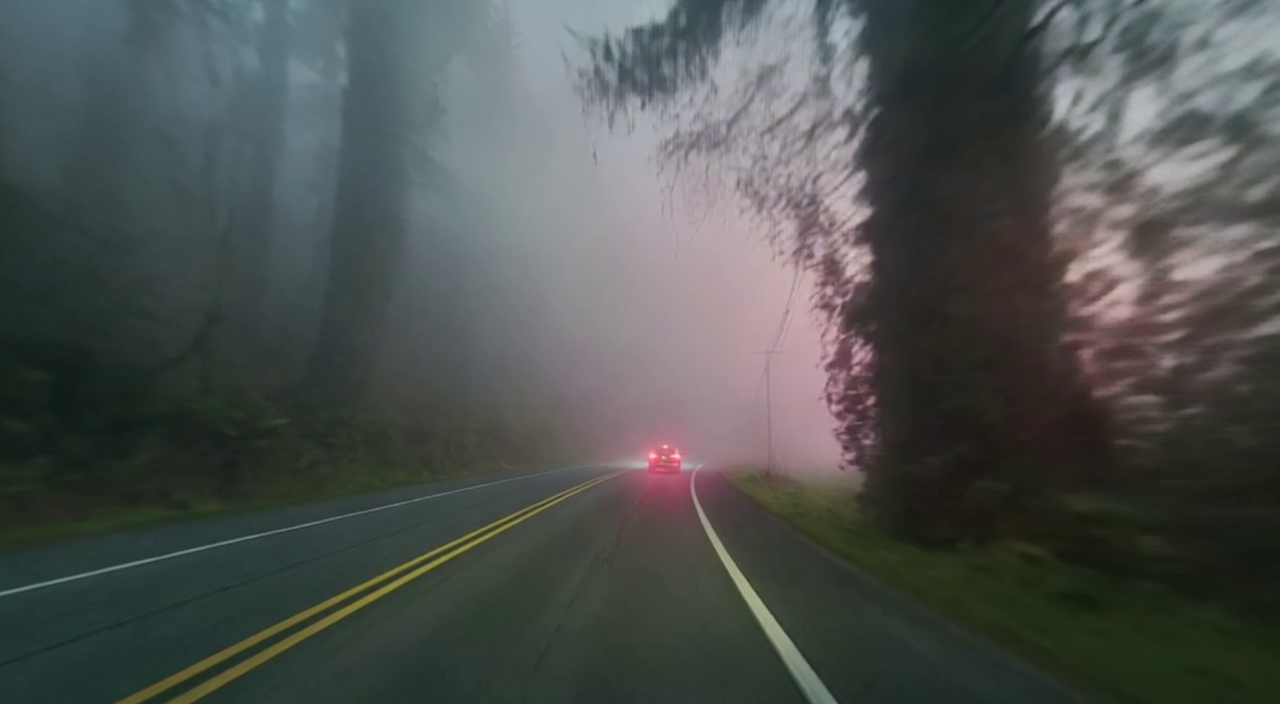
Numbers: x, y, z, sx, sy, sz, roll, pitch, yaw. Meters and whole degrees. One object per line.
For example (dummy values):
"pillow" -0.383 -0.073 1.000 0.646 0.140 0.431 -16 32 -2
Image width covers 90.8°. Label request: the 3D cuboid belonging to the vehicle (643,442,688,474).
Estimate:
"vehicle" 1.374 5.470 32.881 2.059 1.524 3.963 -1 -9 6
